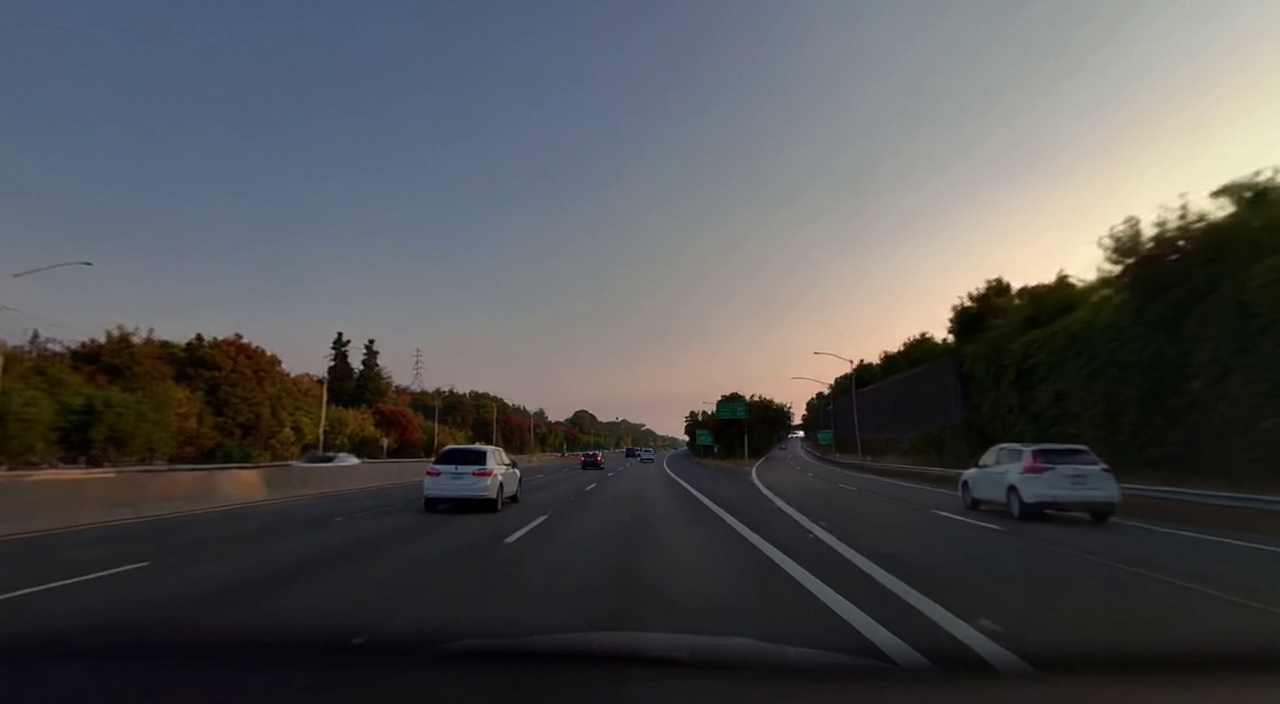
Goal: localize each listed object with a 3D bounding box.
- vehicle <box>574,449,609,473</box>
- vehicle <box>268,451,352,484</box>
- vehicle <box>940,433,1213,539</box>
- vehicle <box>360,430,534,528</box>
[{"bbox_3d":[-3.293,7.449,43.369,1.997,1.540,3.906,0,-9,1],"label":"vehicle"},{"bbox_3d":[-16.154,5.651,31.061,1.897,1.470,3.972,0,-9,1],"label":"vehicle"},{"bbox_3d":[7.591,2.349,11.749,2.020,1.548,4.715,-1,-9,5],"label":"vehicle"},{"bbox_3d":[-3.750,2.559,13.242,2.263,1.696,4.321,0,-9,0],"label":"vehicle"}]
